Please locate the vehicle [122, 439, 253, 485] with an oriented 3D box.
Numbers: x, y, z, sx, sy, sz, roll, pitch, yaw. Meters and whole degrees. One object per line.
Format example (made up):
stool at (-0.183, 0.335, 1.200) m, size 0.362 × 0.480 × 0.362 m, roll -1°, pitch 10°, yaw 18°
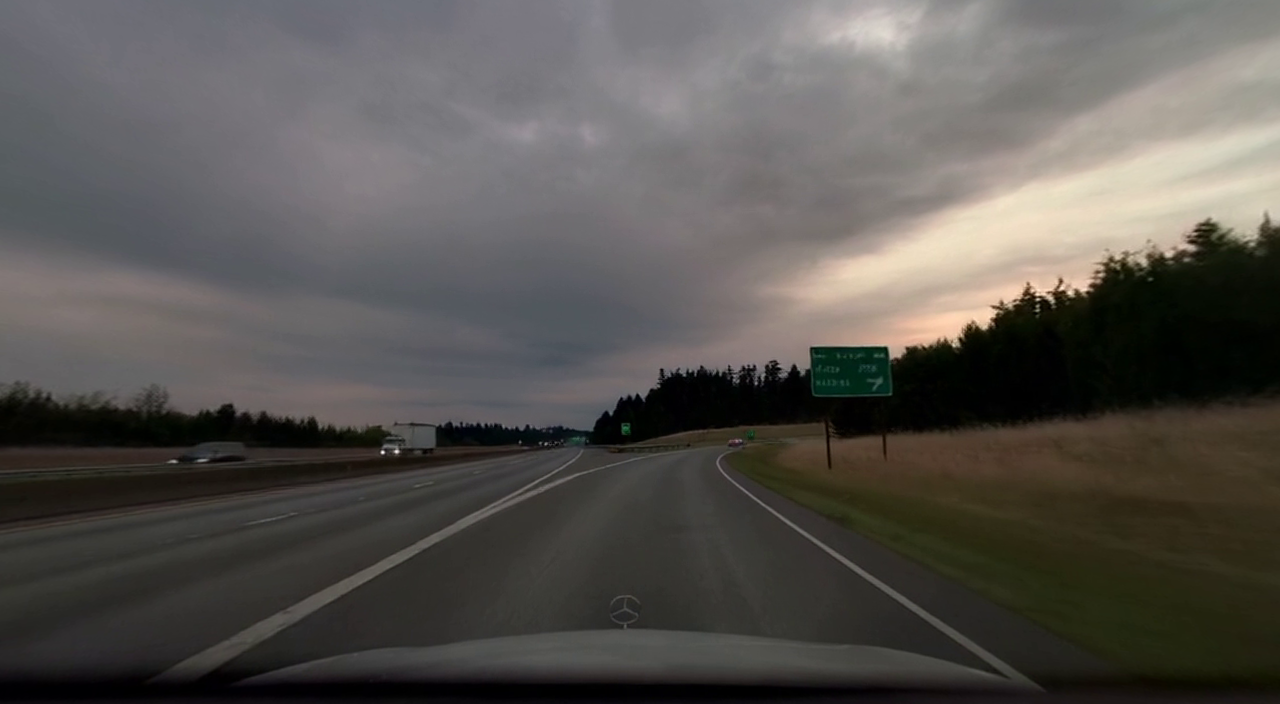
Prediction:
vehicle at (-17.721, 4.319, 24.925) m, size 1.926 × 1.617 × 4.566 m, roll 0°, pitch -9°, yaw -2°
